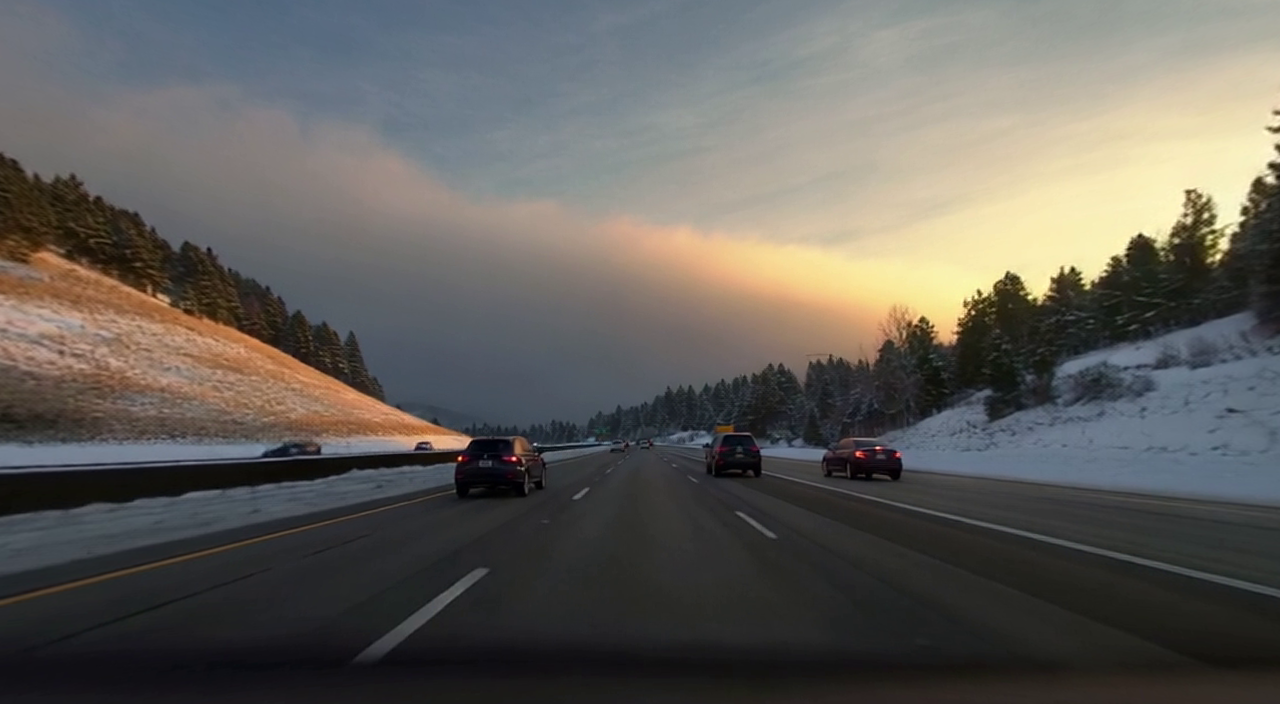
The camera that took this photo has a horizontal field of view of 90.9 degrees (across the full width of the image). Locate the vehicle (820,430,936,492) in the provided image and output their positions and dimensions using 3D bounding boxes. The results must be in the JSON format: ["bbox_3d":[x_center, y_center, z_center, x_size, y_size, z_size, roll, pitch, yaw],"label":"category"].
[{"bbox_3d":[7.394,3.430,20.166,1.998,1.717,4.338,0,-8,0],"label":"vehicle"}]

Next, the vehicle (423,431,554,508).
[{"bbox_3d":[-3.654,2.934,16.198,2.166,1.672,4.388,-1,-8,1],"label":"vehicle"}]

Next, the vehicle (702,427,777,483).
[{"bbox_3d":[3.728,3.978,24.671,2.121,1.925,5.056,0,-8,0],"label":"vehicle"}]
